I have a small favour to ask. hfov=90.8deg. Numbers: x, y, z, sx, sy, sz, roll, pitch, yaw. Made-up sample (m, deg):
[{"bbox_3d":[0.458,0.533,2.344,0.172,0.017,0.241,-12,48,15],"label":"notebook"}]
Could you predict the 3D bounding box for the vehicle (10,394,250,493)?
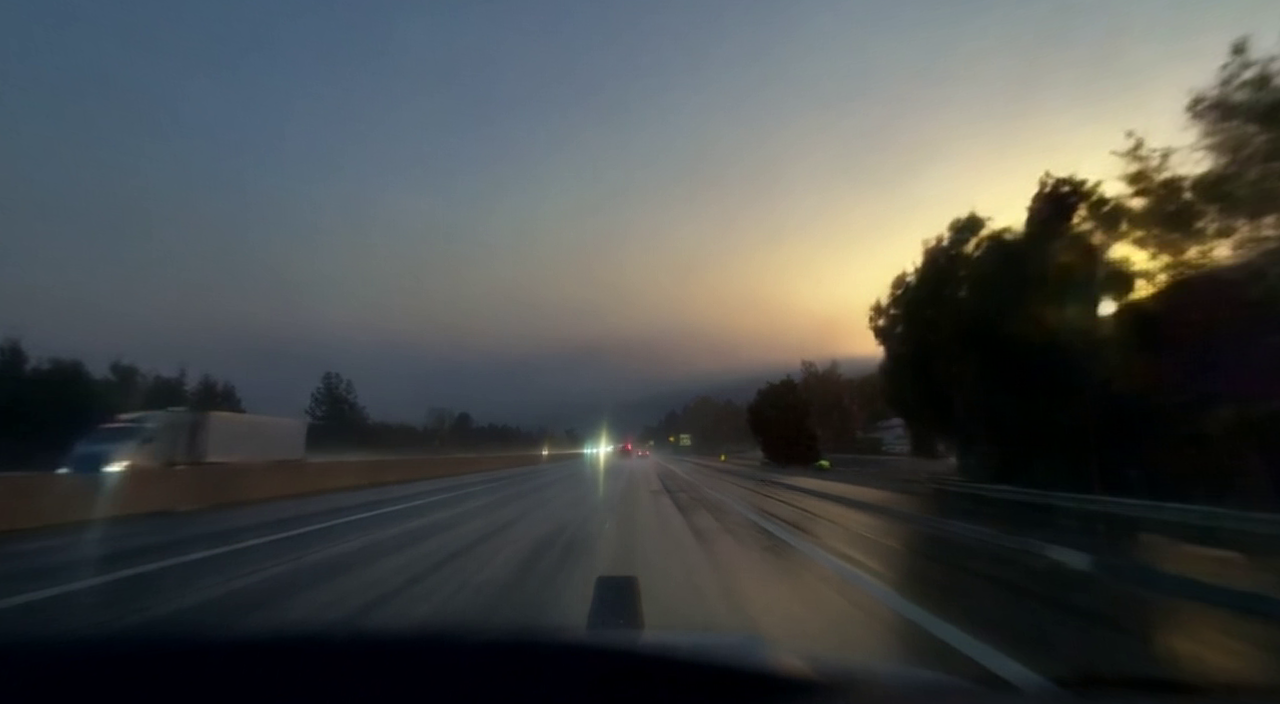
[{"bbox_3d":[-23.956,4.534,30.908,3.017,3.983,10.478,0,-9,-1],"label":"vehicle"}]
